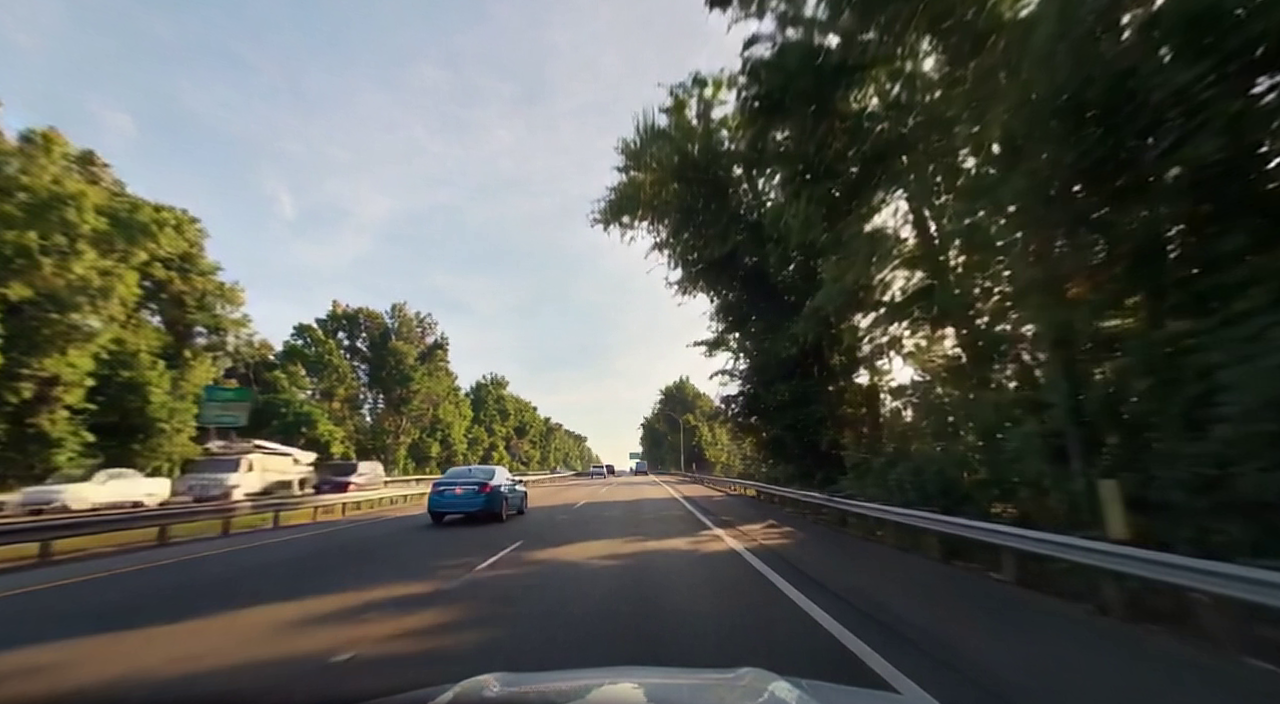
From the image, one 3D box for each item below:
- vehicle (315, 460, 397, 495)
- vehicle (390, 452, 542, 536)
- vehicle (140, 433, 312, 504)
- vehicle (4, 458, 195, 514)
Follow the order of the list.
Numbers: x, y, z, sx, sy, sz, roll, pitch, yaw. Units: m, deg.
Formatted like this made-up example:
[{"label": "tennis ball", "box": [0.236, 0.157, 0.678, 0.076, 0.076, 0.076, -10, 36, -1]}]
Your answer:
[{"label": "vehicle", "box": [-13.390, 5.959, 30.014, 1.852, 1.520, 4.252, 1, -11, 1]}, {"label": "vehicle", "box": [-3.668, 3.132, 14.341, 2.006, 1.516, 4.820, 1, -11, 1]}, {"label": "vehicle", "box": [-17.355, 5.017, 27.122, 2.564, 2.589, 6.882, 1, -11, 1]}, {"label": "vehicle", "box": [-17.230, 4.303, 20.518, 2.065, 1.556, 4.639, 1, -11, 0]}]
